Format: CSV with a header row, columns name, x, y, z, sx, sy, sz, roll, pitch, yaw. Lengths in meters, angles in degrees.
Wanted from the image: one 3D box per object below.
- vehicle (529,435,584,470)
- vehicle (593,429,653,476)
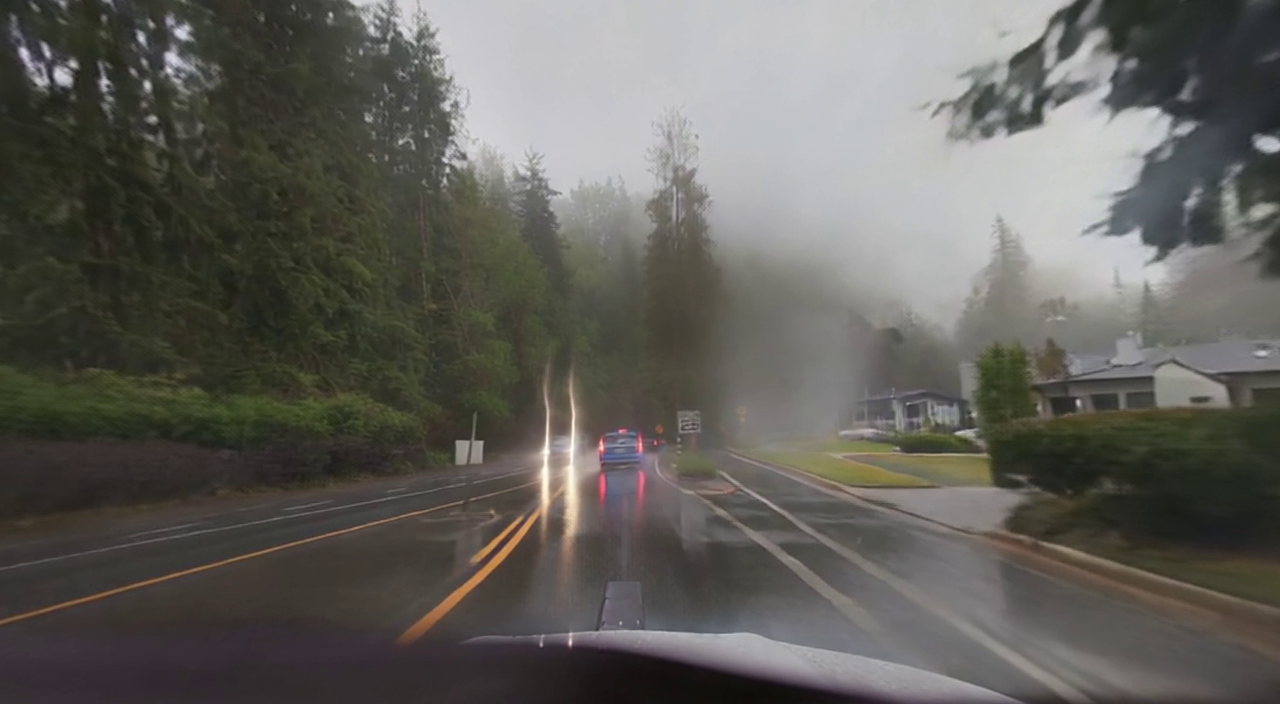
name,x,y,z,sx,sy,sz,roll,pitch,yaw
vehicle,-4.204,5.153,32.589,2.087,1.677,4.467,0,-9,2
vehicle,-0.590,4.019,25.422,2.216,1.708,4.110,0,-9,1
